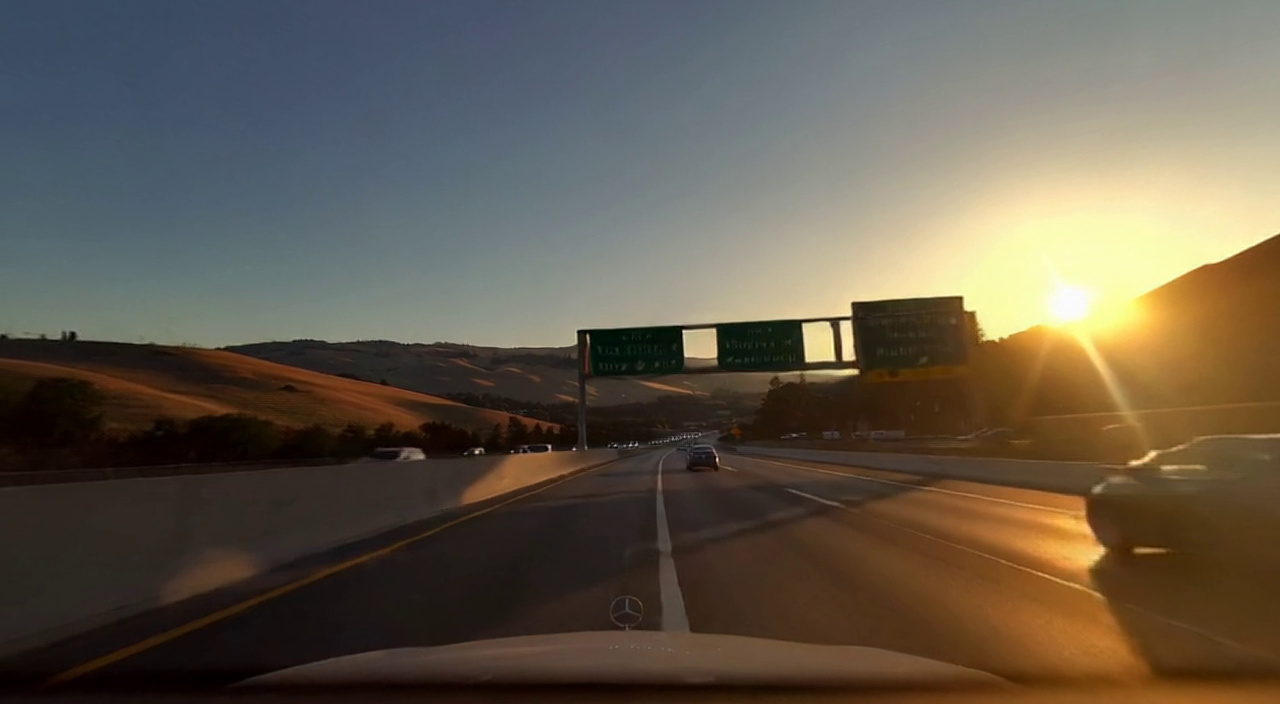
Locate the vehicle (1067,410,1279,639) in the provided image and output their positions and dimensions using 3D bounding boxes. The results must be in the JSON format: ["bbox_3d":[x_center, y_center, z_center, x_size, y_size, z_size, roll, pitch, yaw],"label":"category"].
[{"bbox_3d":[5.292,1.184,4.329,1.770,1.566,4.282,0,-8,2],"label":"vehicle"}]

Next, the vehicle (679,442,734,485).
[{"bbox_3d":[2.325,3.969,22.764,1.683,1.400,3.868,-1,-8,2],"label":"vehicle"}]

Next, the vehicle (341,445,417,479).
[{"bbox_3d":[-13.610,5.731,33.086,1.960,1.608,4.315,-1,-8,3],"label":"vehicle"}]
